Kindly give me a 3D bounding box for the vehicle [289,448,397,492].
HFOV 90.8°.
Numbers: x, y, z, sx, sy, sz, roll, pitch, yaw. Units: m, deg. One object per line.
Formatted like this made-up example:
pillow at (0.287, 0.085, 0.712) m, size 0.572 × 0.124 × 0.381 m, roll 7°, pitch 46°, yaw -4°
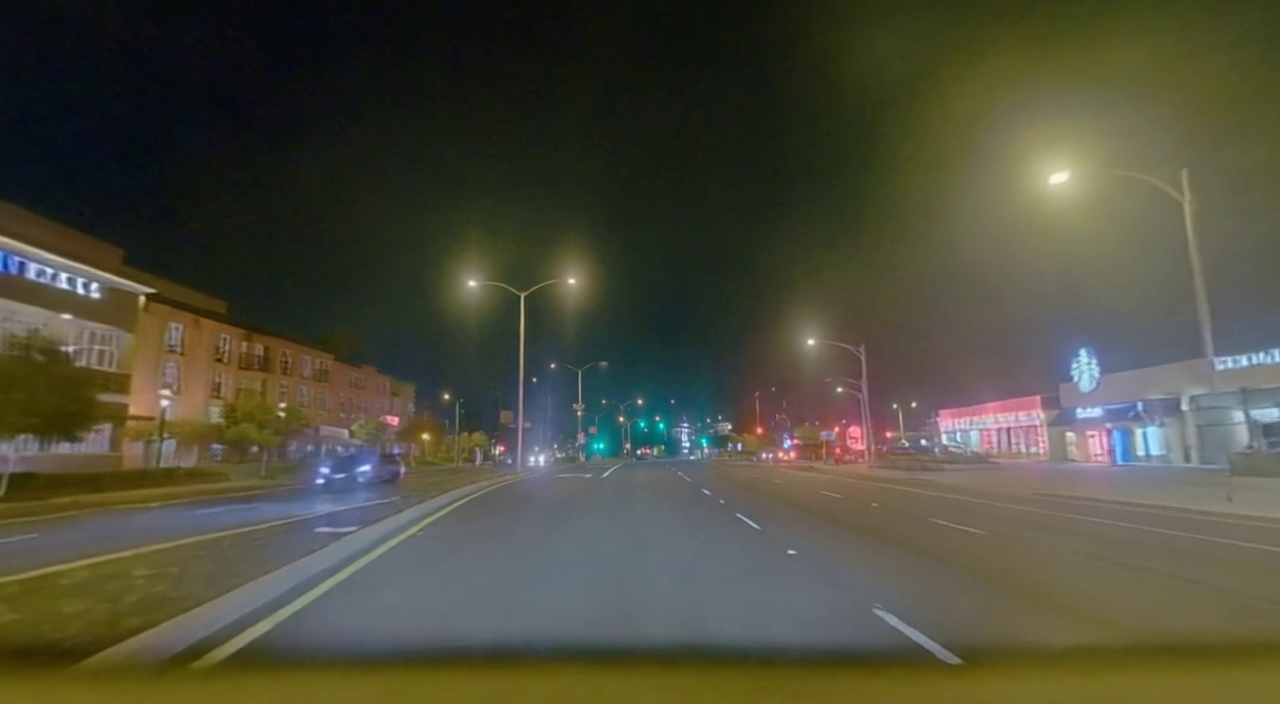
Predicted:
vehicle at (-10.938, 4.344, 23.709) m, size 1.929 × 1.476 × 4.590 m, roll 0°, pitch -9°, yaw -2°
